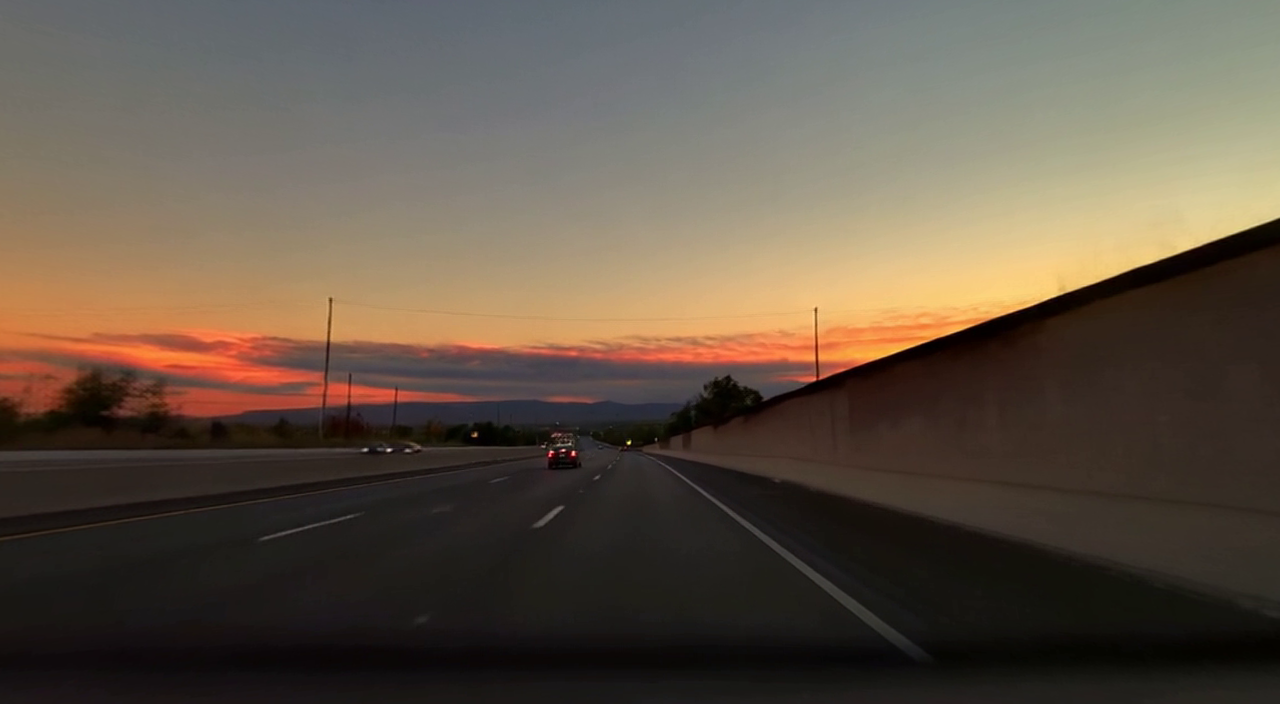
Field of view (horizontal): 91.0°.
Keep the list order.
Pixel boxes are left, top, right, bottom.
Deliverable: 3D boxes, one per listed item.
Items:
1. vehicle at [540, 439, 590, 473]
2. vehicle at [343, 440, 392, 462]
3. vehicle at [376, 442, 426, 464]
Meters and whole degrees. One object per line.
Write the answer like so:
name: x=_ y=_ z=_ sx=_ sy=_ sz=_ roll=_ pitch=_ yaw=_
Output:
vehicle: x=-3.945 y=5.562 z=33.808 sx=2.133 sy=1.683 sz=4.340 roll=0 pitch=-9 yaw=0
vehicle: x=-21.404 y=7.797 z=49.614 sx=1.889 sy=1.598 sz=4.423 roll=0 pitch=-9 yaw=0
vehicle: x=-17.839 y=7.571 z=47.186 sx=1.935 sy=1.531 sz=4.440 roll=0 pitch=-9 yaw=1
